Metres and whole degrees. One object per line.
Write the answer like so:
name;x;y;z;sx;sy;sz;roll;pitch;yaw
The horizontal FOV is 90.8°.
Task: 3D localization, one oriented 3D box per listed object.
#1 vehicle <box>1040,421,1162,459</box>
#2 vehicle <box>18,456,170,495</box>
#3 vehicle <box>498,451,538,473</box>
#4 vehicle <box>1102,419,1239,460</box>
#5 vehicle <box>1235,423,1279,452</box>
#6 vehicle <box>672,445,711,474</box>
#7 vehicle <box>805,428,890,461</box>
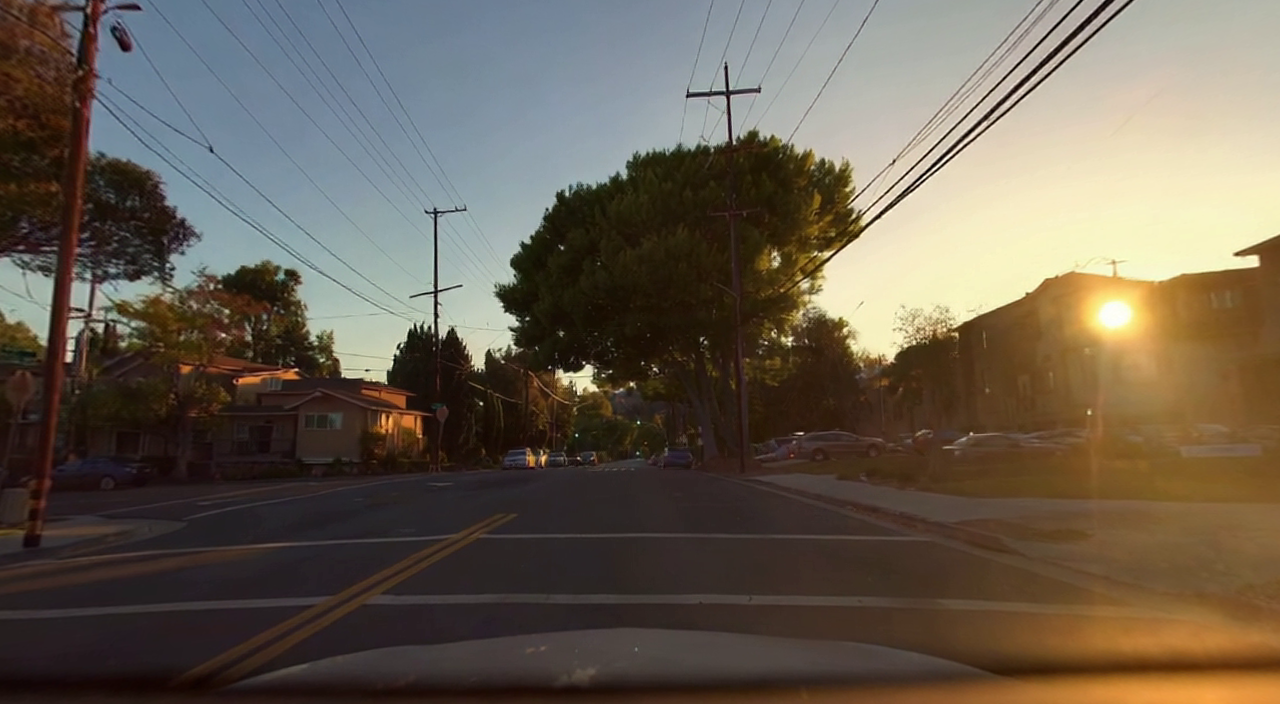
vehicle;22.096;4.187;30.507;4.320;1.673;1.957;-2;-5;23
vehicle;-22.308;5.025;25.935;4.424;1.486;1.814;0;-9;-2
vehicle;-8.552;7.744;44.678;2.066;1.472;4.353;0;-8;-2
vehicle;22.393;3.747;26.784;4.002;1.505;2.061;-1;-10;-5
vehicle;33.077;4.450;32.836;3.433;1.389;1.683;3;-9;-22
vehicle;3.245;6.856;40.647;1.993;1.755;4.256;0;-8;-2
vehicle;11.228;4.989;34.072;4.509;1.664;1.981;6;-10;-35
